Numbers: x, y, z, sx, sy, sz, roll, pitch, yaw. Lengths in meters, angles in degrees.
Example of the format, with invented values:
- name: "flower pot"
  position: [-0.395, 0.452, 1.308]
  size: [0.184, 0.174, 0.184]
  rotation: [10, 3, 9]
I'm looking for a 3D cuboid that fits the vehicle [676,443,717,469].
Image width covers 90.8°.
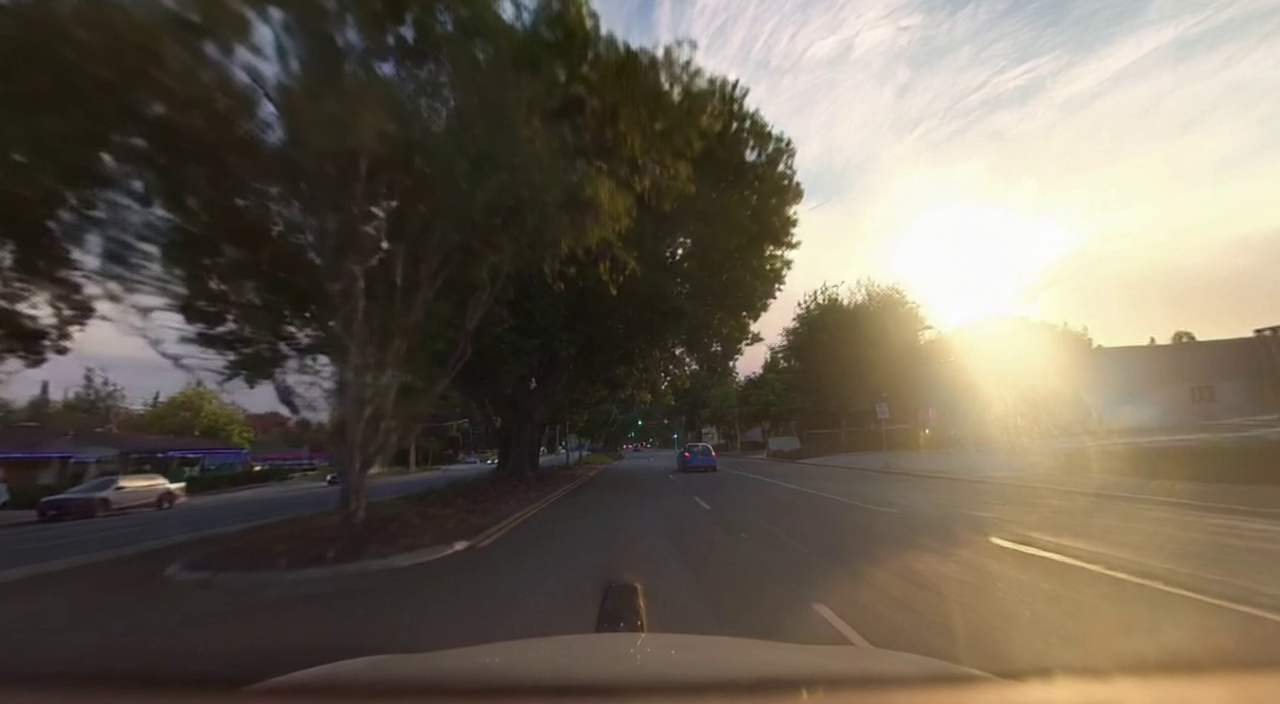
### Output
- name: "vehicle"
  position: [3.266, 6.106, 37.199]
  size: [1.929, 1.411, 4.284]
  rotation: [0, -8, -1]
